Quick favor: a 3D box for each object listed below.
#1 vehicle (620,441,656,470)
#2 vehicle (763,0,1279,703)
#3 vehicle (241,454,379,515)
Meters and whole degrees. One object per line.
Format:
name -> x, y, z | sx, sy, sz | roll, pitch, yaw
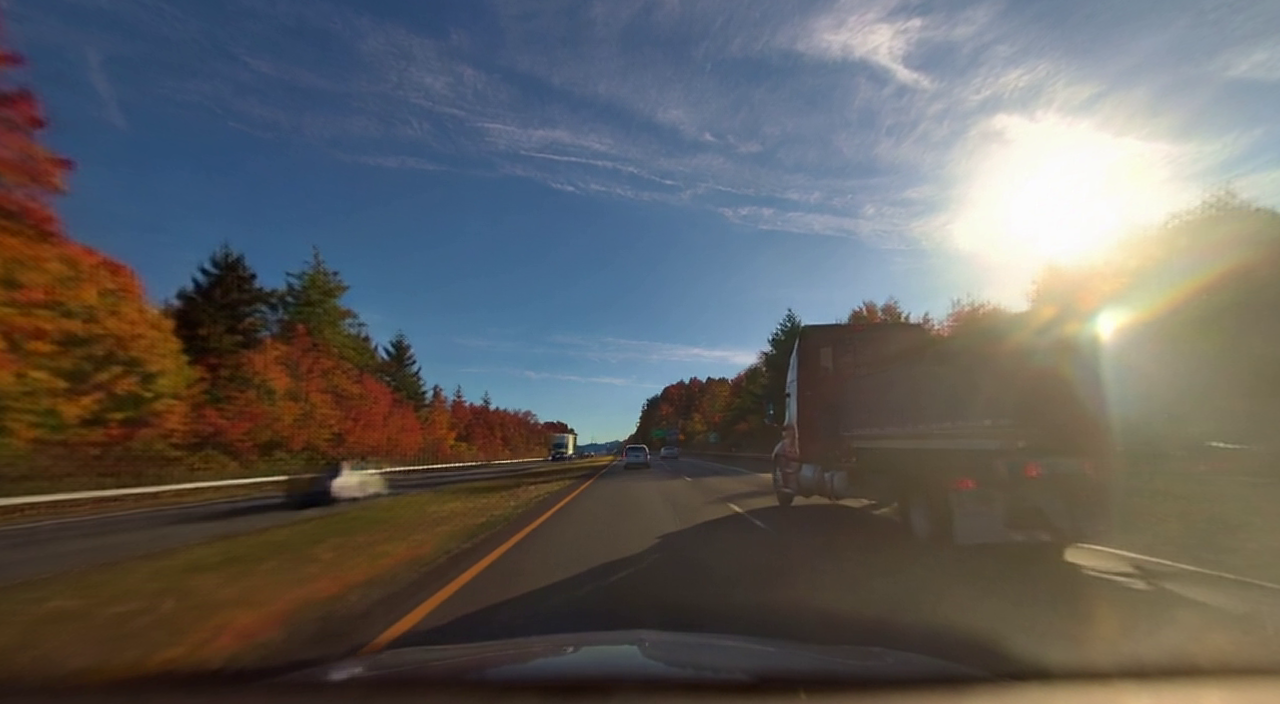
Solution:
vehicle -> -0.169, 6.526, 39.537 | 2.151, 1.693, 4.201 | 0, -9, -1
vehicle -> 4.276, 0.223, 6.564 | 3.068, 4.042, 13.787 | 0, -9, 0
vehicle -> -9.438, 3.796, 18.368 | 1.841, 1.503, 3.978 | -1, -9, 0
